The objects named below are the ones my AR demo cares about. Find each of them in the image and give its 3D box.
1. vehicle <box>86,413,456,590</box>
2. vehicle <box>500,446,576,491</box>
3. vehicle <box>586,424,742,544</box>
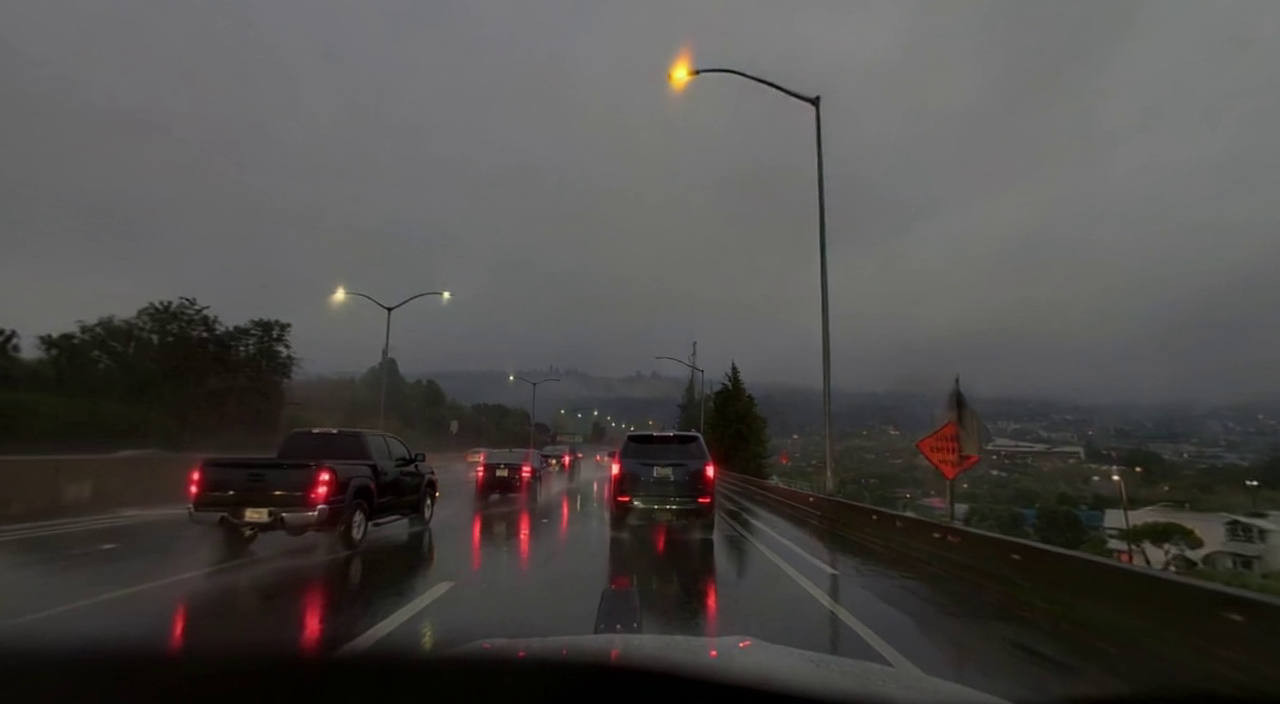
[{"bbox_3d":[-4.247,1.777,8.370,2.076,1.688,4.334,-1,-9,3],"label":"vehicle"},{"bbox_3d":[-3.620,4.220,23.235,1.868,1.470,4.105,-1,-9,4],"label":"vehicle"},{"bbox_3d":[0.414,2.251,11.411,2.235,1.716,4.435,-1,-9,2],"label":"vehicle"}]
